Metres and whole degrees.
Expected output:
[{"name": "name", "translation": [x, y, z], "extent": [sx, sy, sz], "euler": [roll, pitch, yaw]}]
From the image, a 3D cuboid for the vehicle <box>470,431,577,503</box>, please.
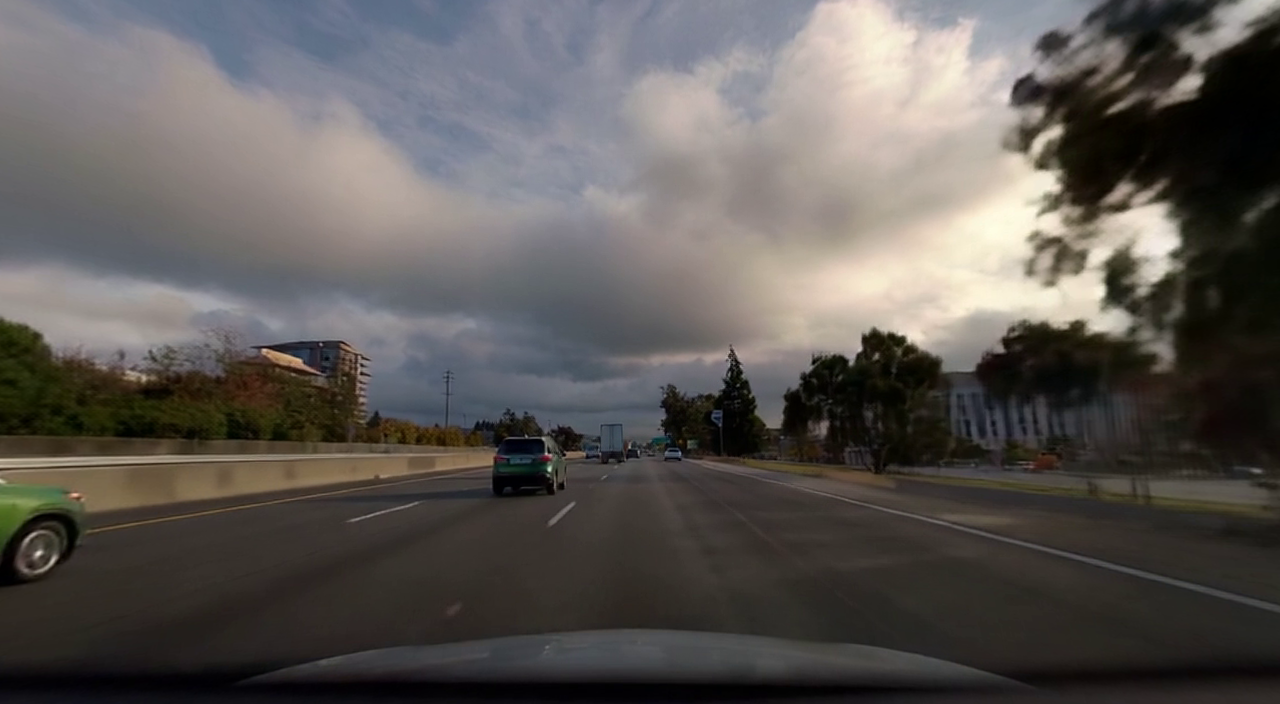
[{"name": "vehicle", "translation": [-3.112, 3.204, 17.887], "extent": [2.111, 1.742, 4.315], "euler": [0, -9, 1]}]
